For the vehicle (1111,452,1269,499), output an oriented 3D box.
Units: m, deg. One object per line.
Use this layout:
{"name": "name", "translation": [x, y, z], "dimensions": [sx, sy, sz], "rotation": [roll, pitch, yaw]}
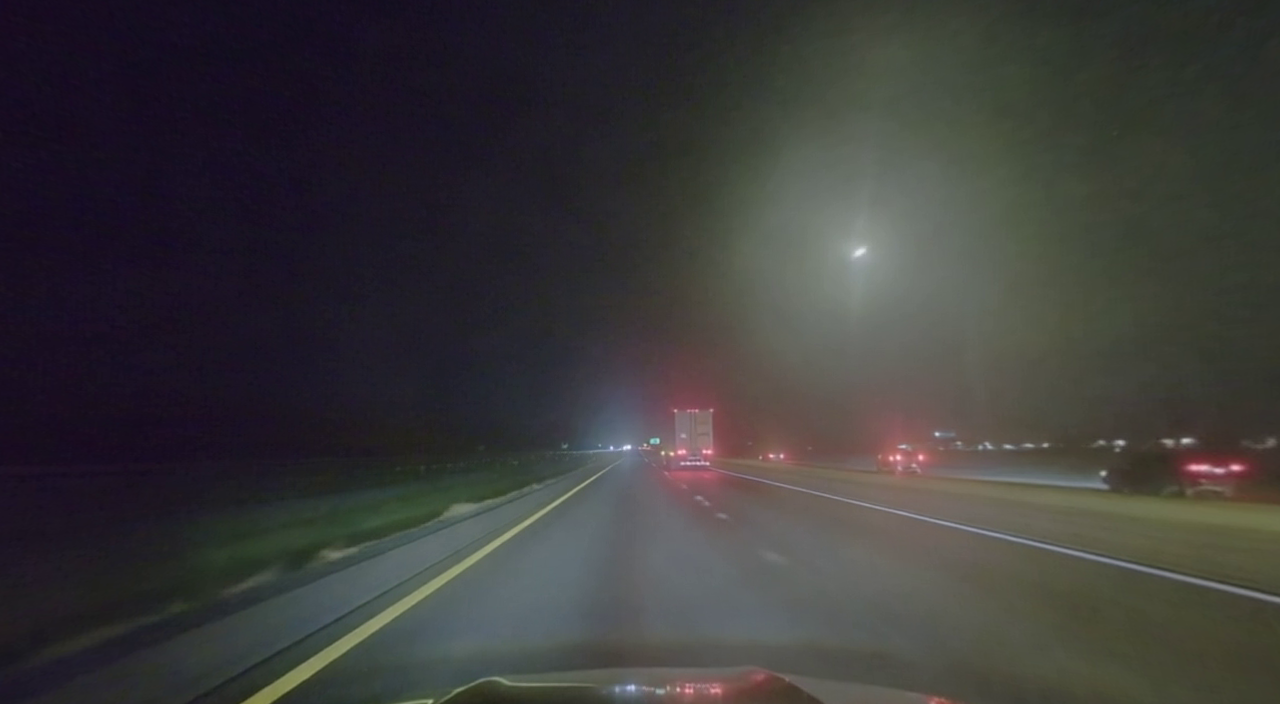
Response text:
{"name": "vehicle", "translation": [19.349, 4.315, 22.439], "dimensions": [1.836, 1.499, 3.936], "rotation": [1, -9, -6]}
